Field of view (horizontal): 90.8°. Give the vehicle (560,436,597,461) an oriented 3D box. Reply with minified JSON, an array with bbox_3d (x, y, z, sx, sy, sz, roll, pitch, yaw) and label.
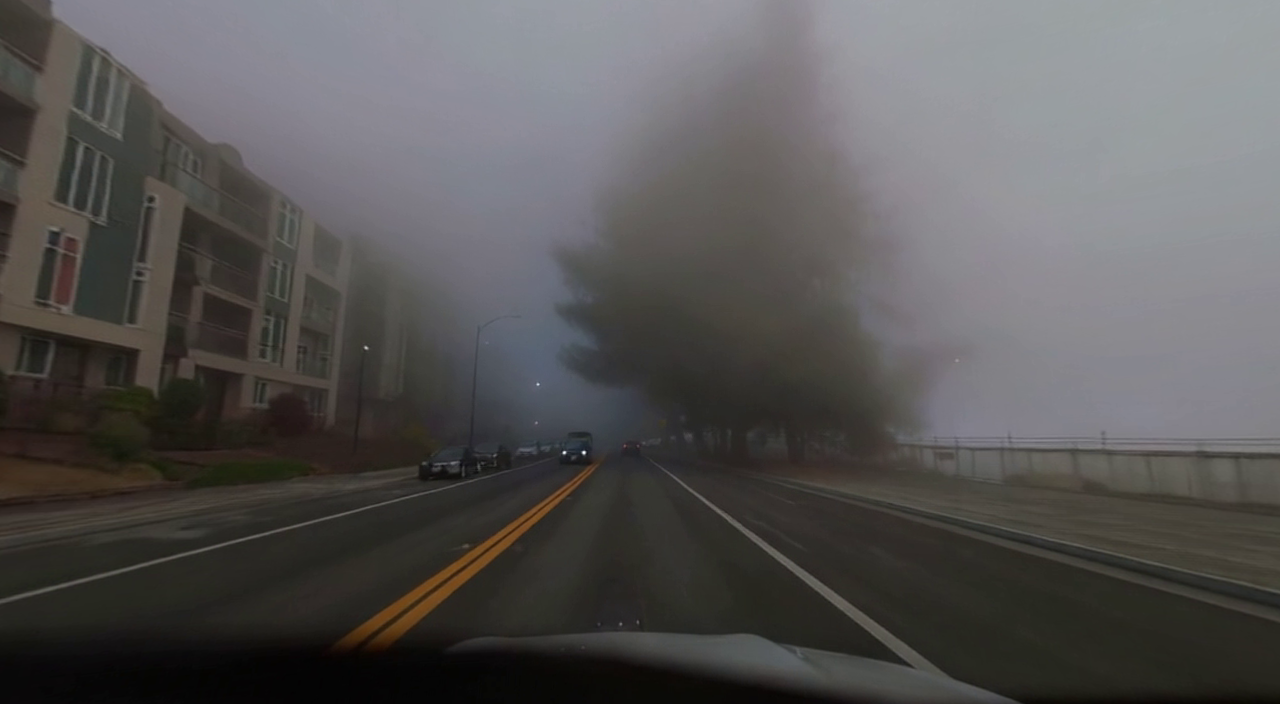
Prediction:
[{"bbox_3d":[-4.258,6.784,44.336,2.170,1.631,4.299,0,-9,0],"label":"vehicle"}]

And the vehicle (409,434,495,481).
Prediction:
[{"bbox_3d":[-7.164,4.075,24.633,1.913,1.560,4.513,3,-8,0],"label":"vehicle"}]

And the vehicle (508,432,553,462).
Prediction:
[{"bbox_3d":[-7.445,6.496,43.368,2.098,1.851,4.817,2,-7,1],"label":"vehicle"}]
